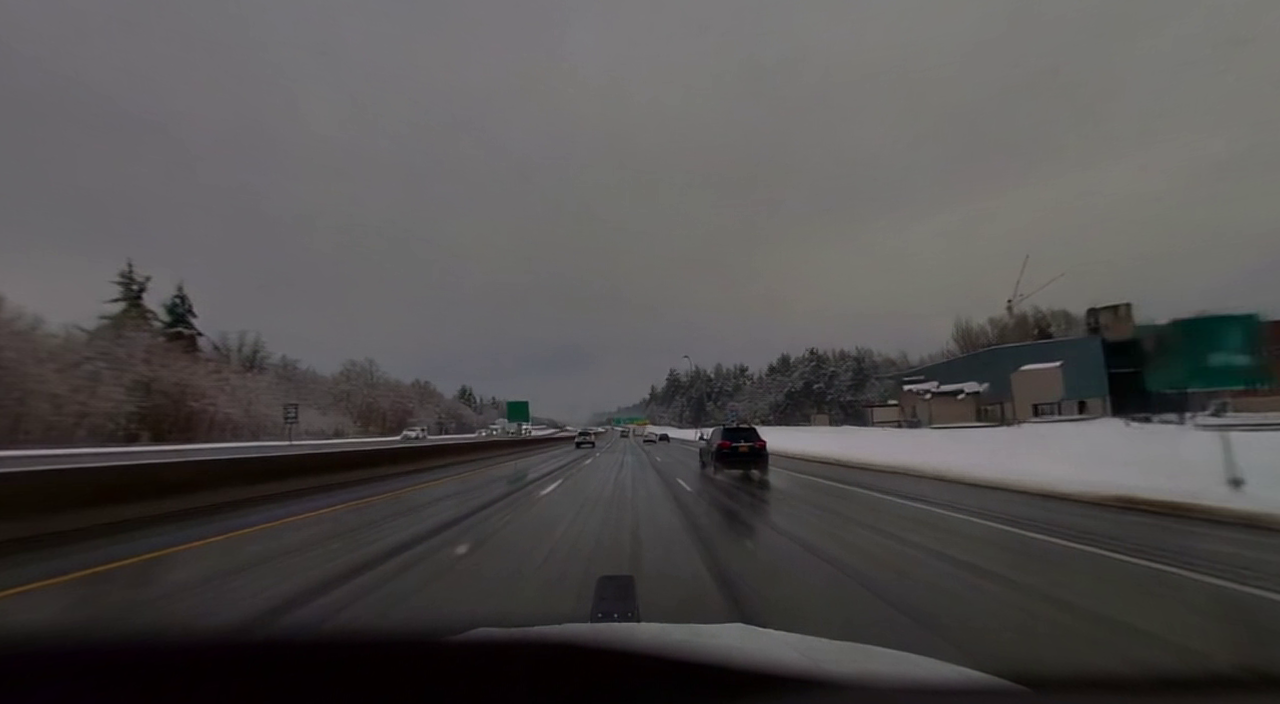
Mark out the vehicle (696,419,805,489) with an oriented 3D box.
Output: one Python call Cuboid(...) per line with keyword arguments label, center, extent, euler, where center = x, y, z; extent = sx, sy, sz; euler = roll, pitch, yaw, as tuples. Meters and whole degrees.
Cuboid(label="vehicle", center=(2.807, 2.706, 17.037), extent=(2.022, 1.637, 4.229), euler=(0, -8, -2))
